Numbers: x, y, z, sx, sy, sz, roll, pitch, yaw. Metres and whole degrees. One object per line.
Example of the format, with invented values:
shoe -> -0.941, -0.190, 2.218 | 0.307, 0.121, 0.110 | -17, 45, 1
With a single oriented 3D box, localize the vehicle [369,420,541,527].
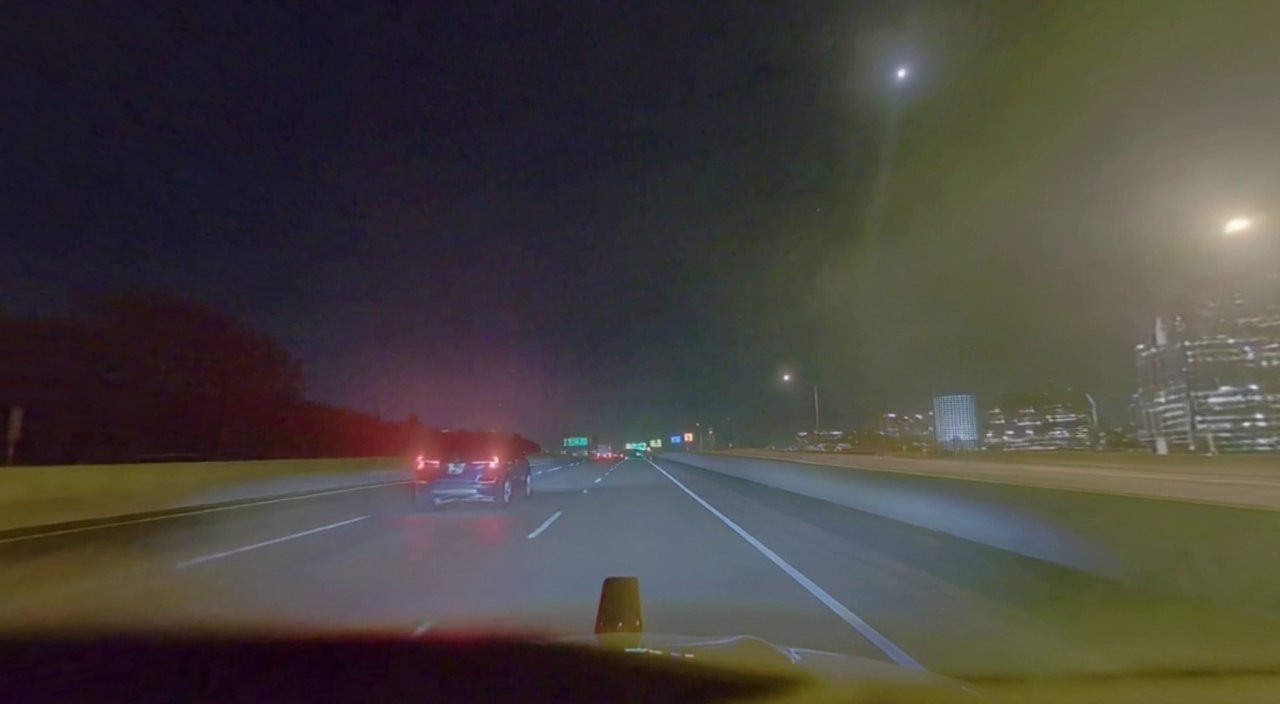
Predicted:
vehicle -> -3.586, 2.467, 13.425 | 2.145, 1.828, 4.867 | 0, -9, 0
